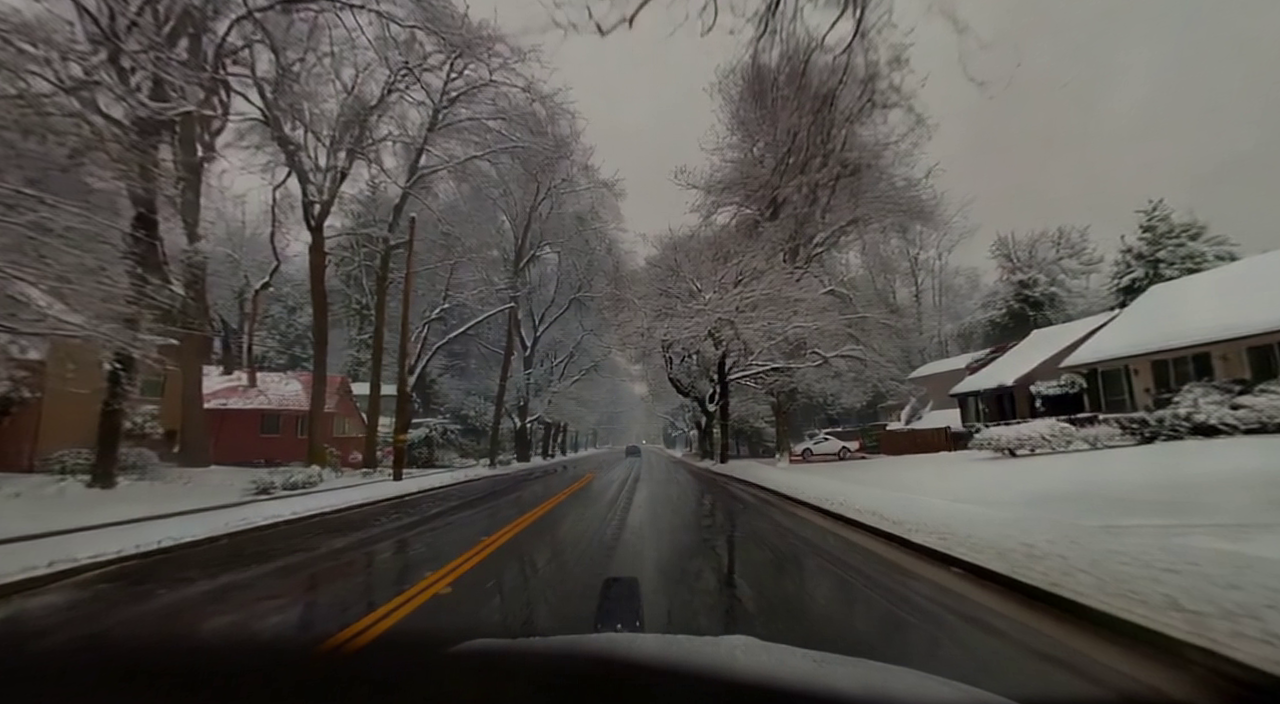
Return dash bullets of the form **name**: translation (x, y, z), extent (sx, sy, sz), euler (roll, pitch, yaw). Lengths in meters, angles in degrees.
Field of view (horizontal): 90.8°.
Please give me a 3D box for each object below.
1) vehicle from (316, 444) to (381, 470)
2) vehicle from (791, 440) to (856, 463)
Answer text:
- **vehicle**: translation (-19.673, 7.093, 42.631), extent (3.834, 1.615, 1.872), euler (-4, -11, 27)
- **vehicle**: translation (14.374, 7.783, 49.469), extent (4.493, 1.690, 1.944), euler (-5, -10, 30)
